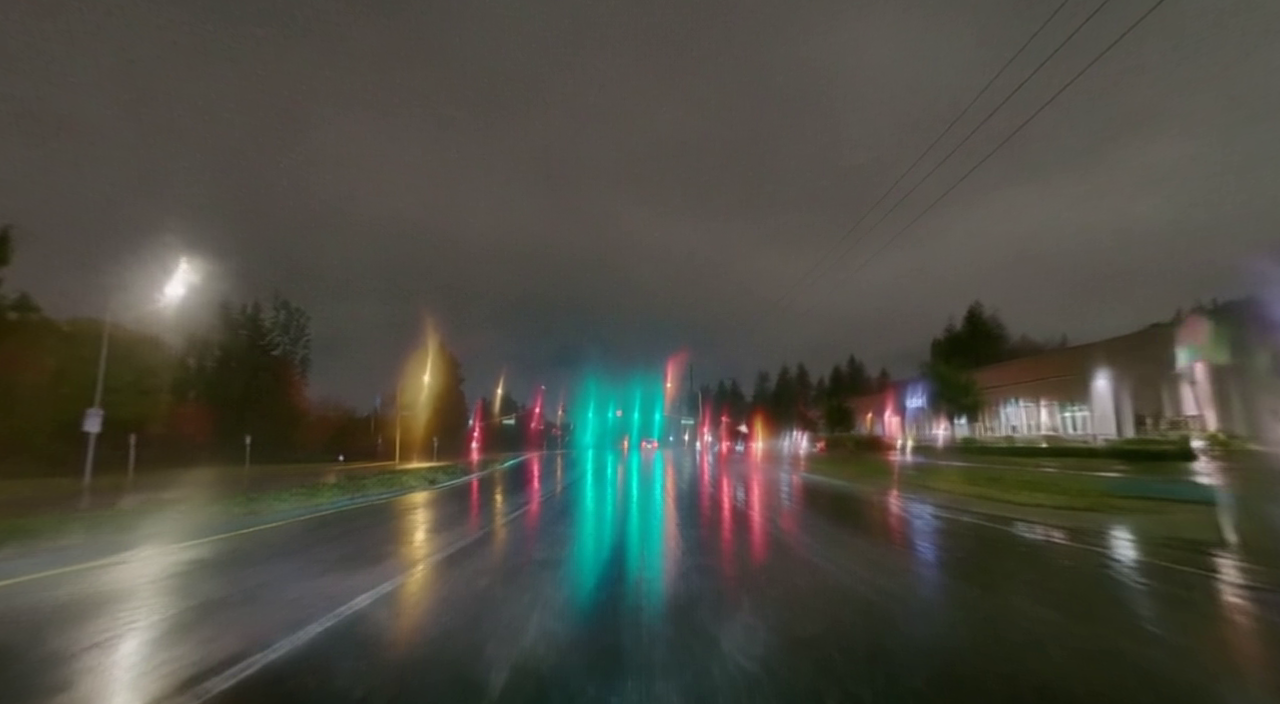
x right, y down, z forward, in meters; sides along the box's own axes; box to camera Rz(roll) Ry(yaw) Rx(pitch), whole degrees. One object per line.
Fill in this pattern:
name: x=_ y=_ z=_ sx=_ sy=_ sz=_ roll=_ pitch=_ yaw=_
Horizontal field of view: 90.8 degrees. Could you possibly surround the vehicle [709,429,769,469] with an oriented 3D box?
vehicle: x=5.301 y=5.307 z=34.779 sx=2.476 sy=2.016 sz=5.586 roll=0 pitch=-8 yaw=1
